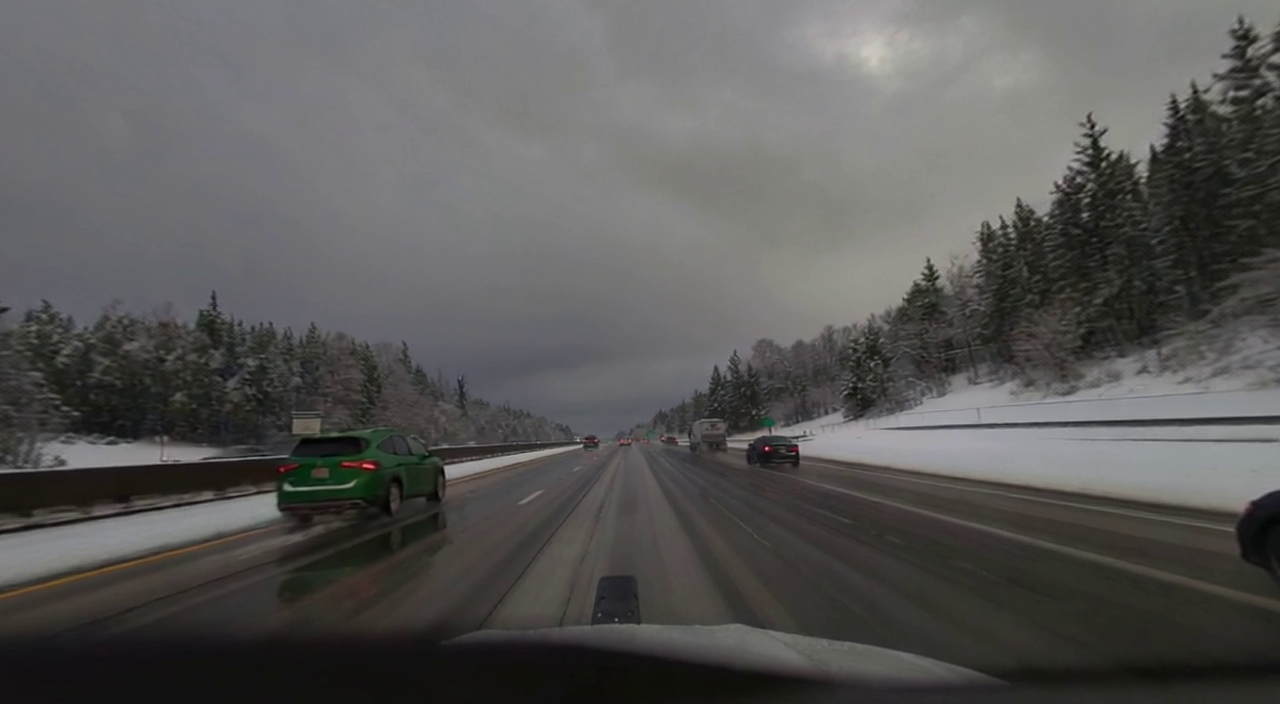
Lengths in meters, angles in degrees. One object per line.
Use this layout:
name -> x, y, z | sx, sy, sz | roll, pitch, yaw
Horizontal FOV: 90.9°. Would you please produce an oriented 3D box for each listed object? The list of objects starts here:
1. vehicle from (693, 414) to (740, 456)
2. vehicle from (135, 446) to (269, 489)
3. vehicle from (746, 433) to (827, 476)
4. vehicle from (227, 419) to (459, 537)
vehicle -> 5.480, 6.062, 45.989 | 2.588, 2.910, 5.511 | 0, -8, -2
vehicle -> -16.879, 4.447, 24.637 | 1.970, 1.434, 4.624 | 0, -8, -1
vehicle -> 5.237, 3.691, 23.062 | 1.920, 1.436, 3.890 | 0, -8, -2
vehicle -> -4.536, 1.954, 10.420 | 1.966, 1.570, 3.859 | 0, -8, -1
